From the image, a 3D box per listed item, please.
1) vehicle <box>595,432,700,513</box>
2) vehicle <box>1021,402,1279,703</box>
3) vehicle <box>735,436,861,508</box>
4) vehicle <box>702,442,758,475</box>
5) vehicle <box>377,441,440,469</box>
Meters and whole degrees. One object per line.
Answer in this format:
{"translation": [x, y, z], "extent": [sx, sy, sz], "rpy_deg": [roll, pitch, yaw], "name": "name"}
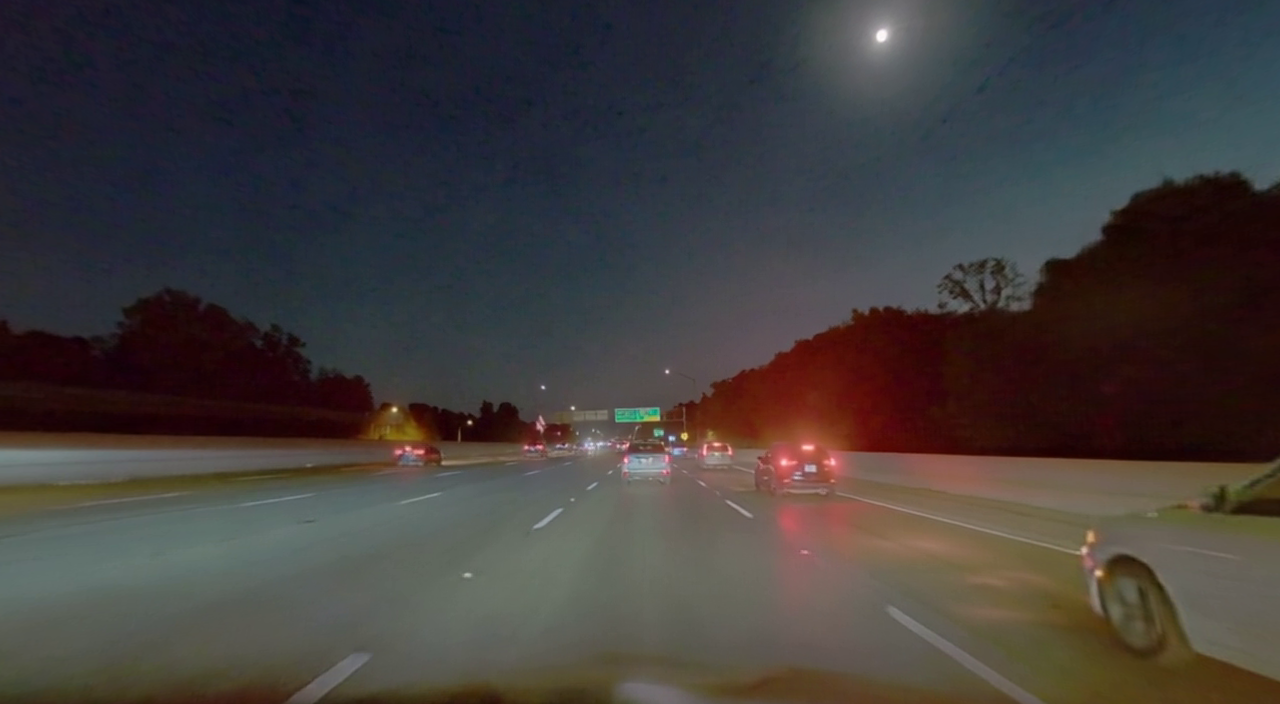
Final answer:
{"translation": [0.161, 2.647, 14.262], "extent": [2.044, 1.554, 3.824], "rpy_deg": [0, -9, 0], "name": "vehicle"}
{"translation": [3.663, 0.895, 2.152], "extent": [1.979, 1.504, 4.377], "rpy_deg": [0, -9, 0], "name": "vehicle"}
{"translation": [3.709, 2.888, 15.577], "extent": [2.044, 1.523, 3.947], "rpy_deg": [0, -9, -1], "name": "vehicle"}
{"translation": [4.296, 5.170, 30.818], "extent": [2.002, 1.499, 4.710], "rpy_deg": [0, -9, -1], "name": "vehicle"}
{"translation": [-14.334, 6.406, 39.341], "extent": [2.055, 1.613, 4.955], "rpy_deg": [0, -9, 0], "name": "vehicle"}
